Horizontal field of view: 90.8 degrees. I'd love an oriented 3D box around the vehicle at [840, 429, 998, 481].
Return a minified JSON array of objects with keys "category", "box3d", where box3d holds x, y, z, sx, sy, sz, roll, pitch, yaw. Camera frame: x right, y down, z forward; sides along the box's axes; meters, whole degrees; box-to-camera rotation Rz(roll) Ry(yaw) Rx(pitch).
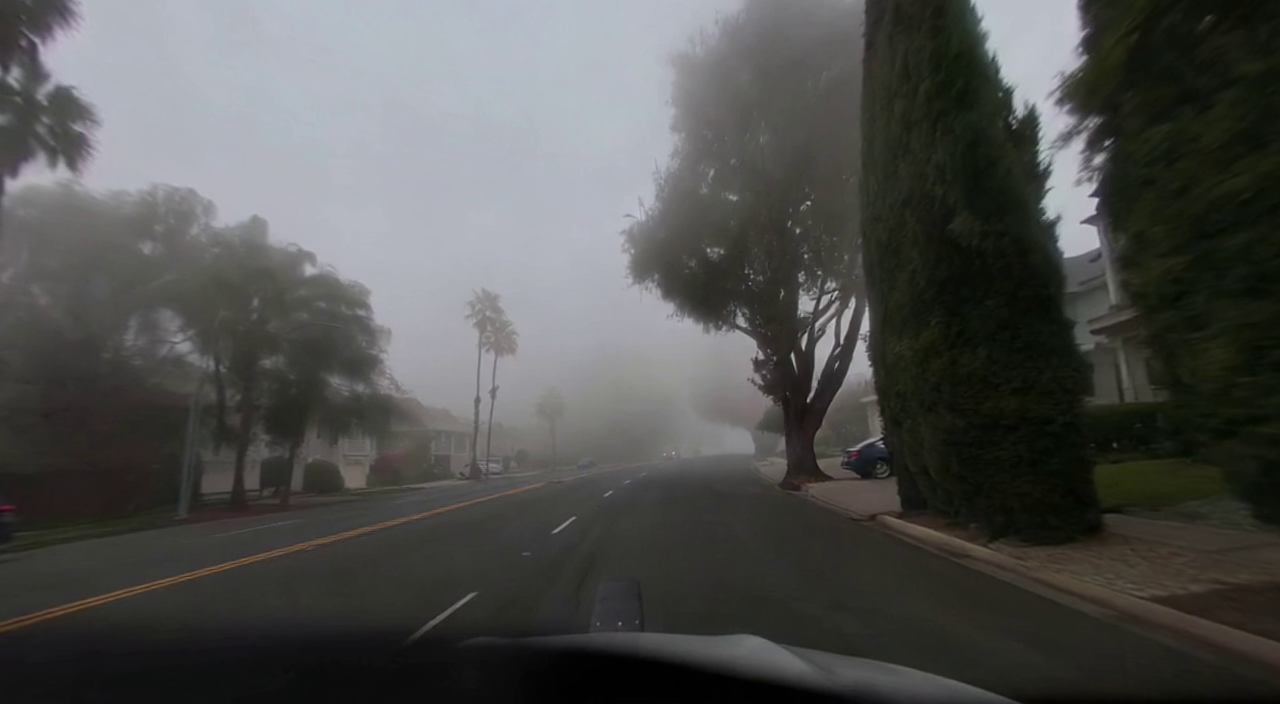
[{"category":"vehicle","box3d":[9.735,3.633,22.367,4.646,1.687,1.975,-1,-8,2]}]
